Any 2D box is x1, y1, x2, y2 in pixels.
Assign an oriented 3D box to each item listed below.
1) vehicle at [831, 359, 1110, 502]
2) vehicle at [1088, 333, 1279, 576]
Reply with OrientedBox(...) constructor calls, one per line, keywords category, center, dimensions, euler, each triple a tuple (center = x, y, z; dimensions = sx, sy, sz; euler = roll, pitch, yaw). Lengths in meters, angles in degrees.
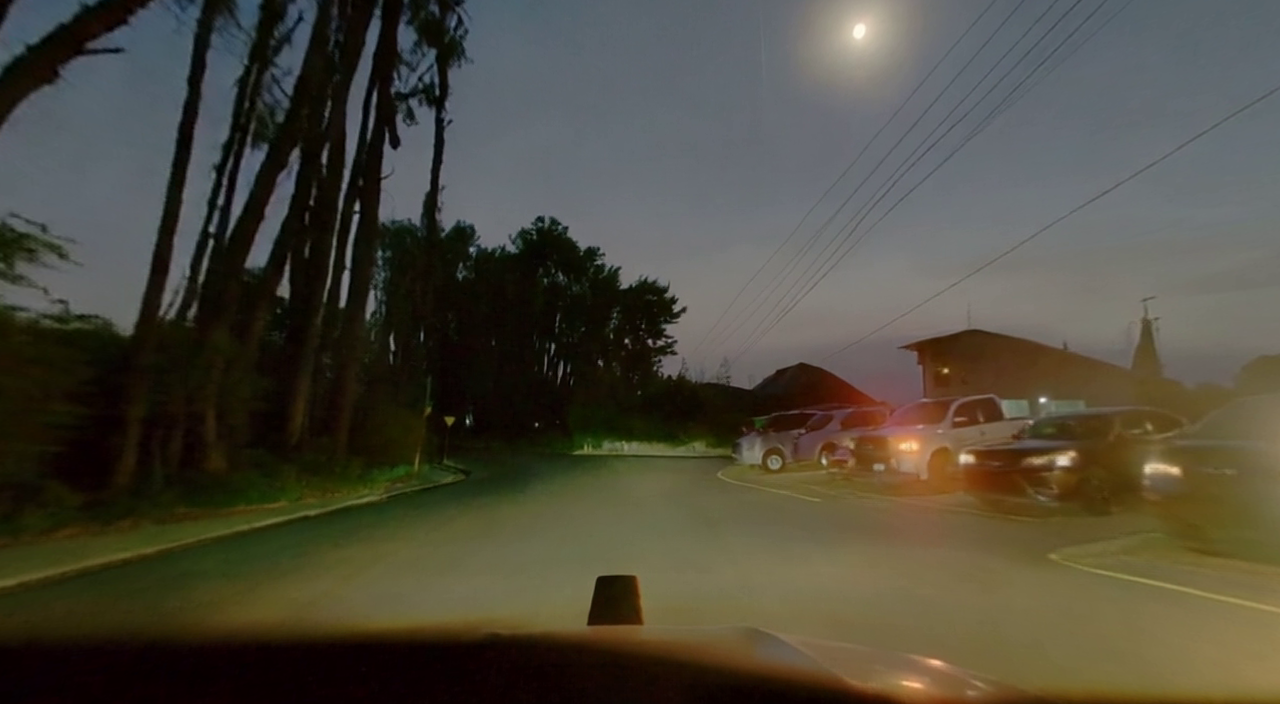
OrientedBox(category="vehicle", center=(6.646, 1.596, 12.600), dimensions=(5.269, 2.289, 2.446), euler=(5, -10, -32))
OrientedBox(category="vehicle", center=(6.918, 0.902, 6.203), dimensions=(4.444, 1.902, 2.099), euler=(2, -6, -26))
